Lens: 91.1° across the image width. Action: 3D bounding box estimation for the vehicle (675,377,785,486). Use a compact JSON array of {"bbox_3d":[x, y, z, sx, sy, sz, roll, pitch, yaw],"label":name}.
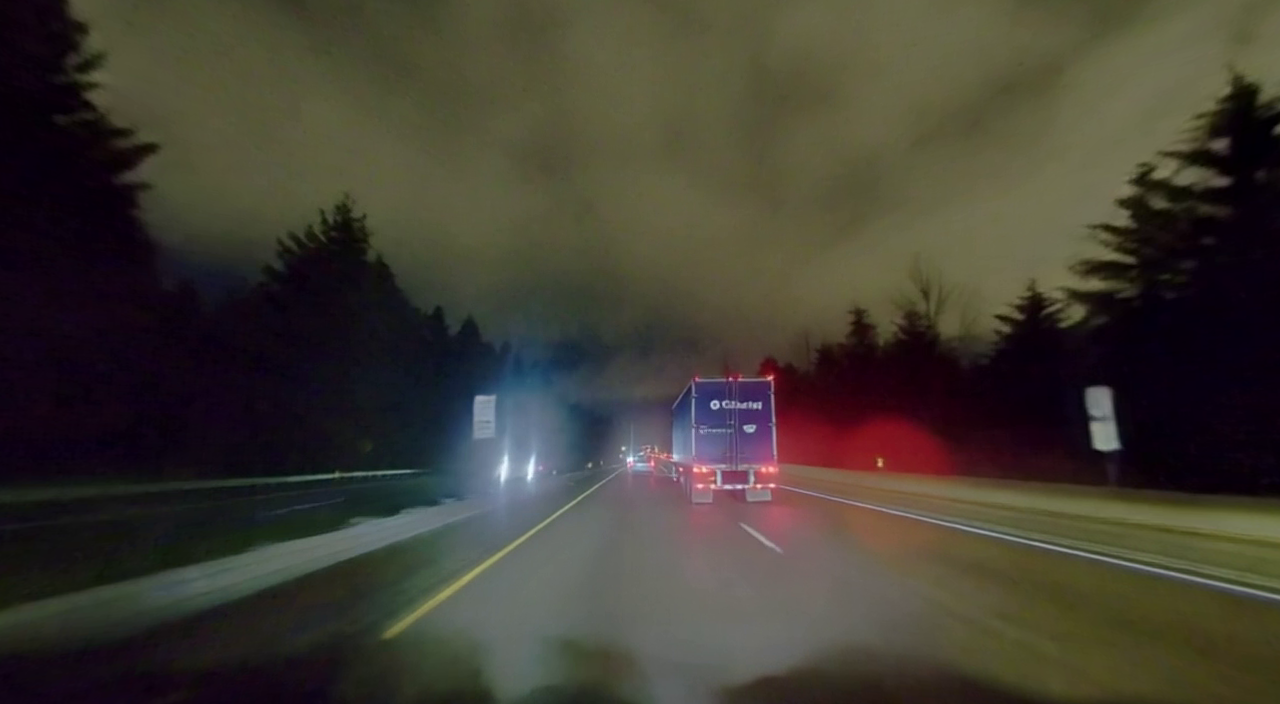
[{"bbox_3d":[3.711,3.874,29.512,3.440,4.090,11.380,-1,-9,0],"label":"vehicle"}]
